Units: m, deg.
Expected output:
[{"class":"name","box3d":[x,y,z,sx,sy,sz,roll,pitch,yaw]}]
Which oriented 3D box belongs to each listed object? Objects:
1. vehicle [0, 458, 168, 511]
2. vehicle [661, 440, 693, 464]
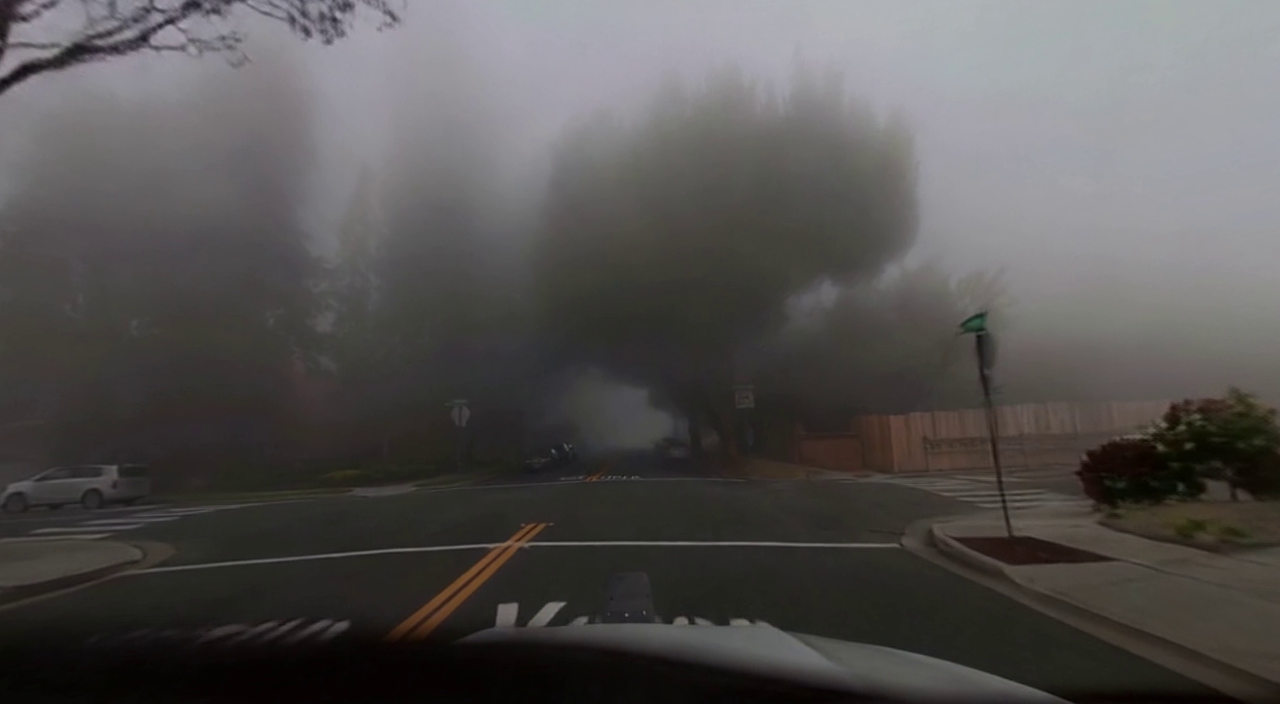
[{"class":"vehicle","box3d":[-18.901,4.427,21.234,4.334,1.632,1.996,0,-8,-1]},{"class":"vehicle","box3d":[2.782,7.631,48.262,2.220,1.753,3.862,0,-8,-1]}]
